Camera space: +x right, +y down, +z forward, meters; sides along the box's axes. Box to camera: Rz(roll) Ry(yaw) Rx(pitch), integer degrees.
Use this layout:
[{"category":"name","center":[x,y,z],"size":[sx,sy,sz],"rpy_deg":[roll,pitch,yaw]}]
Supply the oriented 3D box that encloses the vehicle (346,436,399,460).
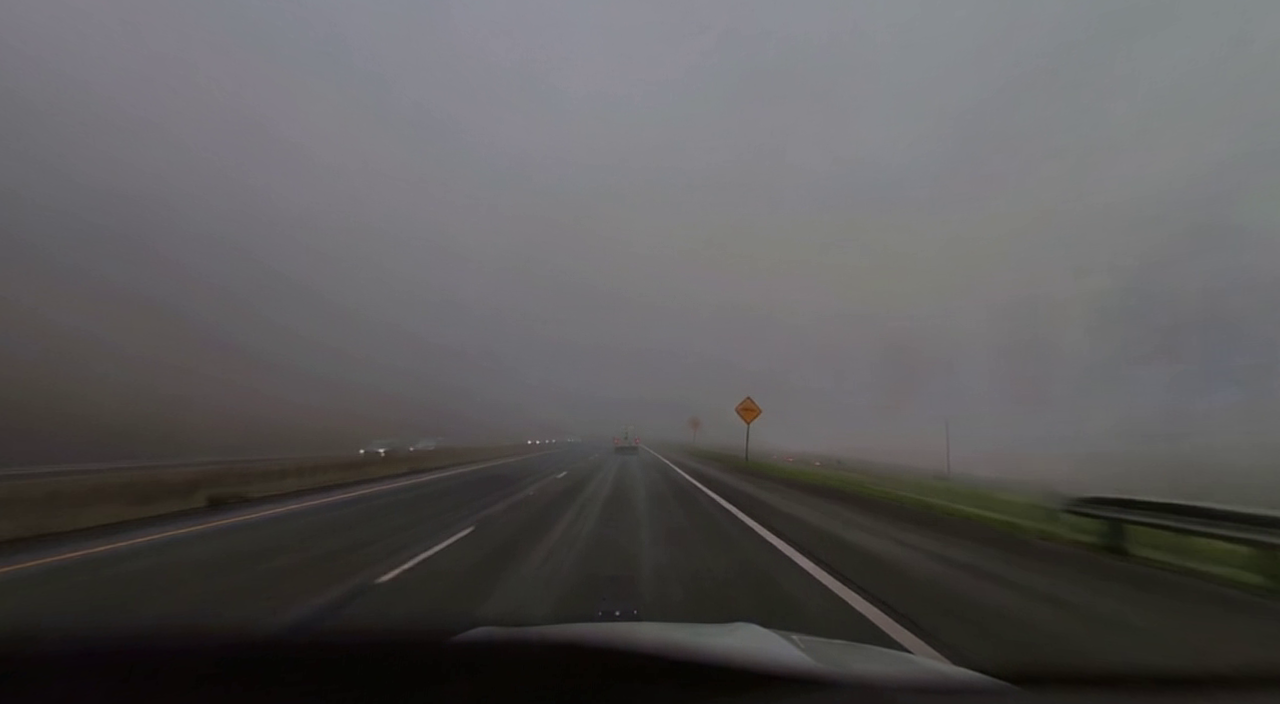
[{"category":"vehicle","center":[-18.021,6.448,42.602],"size":[1.839,1.548,3.946],"rpy_deg":[0,-8,0]}]

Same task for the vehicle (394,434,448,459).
[{"category":"vehicle","center":[-13.442,5.792,38.878],"size":[1.929,1.469,3.985],"rpy_deg":[0,-8,-1]}]
